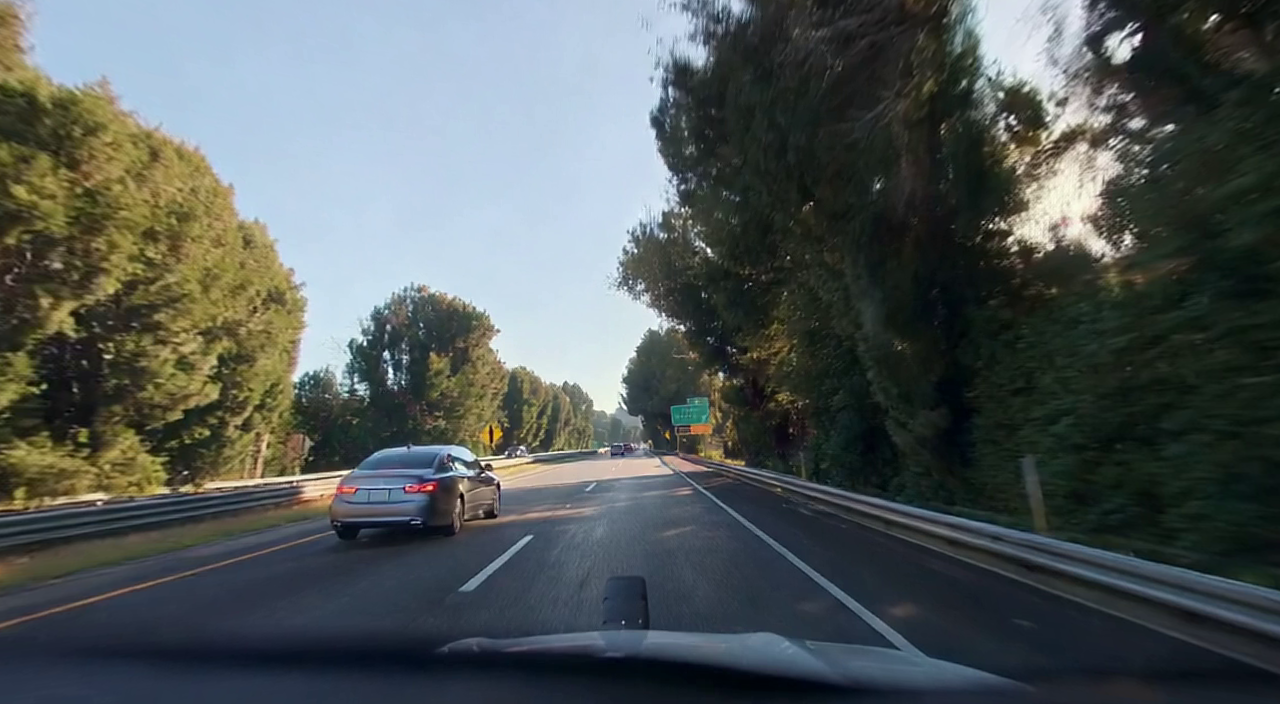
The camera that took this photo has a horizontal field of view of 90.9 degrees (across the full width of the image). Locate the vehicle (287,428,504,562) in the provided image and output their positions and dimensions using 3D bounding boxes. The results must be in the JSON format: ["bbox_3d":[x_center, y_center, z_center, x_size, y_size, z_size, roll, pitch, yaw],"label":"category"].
[{"bbox_3d":[-3.231,1.941,9.167,1.675,1.537,3.574,0,-9,1],"label":"vehicle"}]
